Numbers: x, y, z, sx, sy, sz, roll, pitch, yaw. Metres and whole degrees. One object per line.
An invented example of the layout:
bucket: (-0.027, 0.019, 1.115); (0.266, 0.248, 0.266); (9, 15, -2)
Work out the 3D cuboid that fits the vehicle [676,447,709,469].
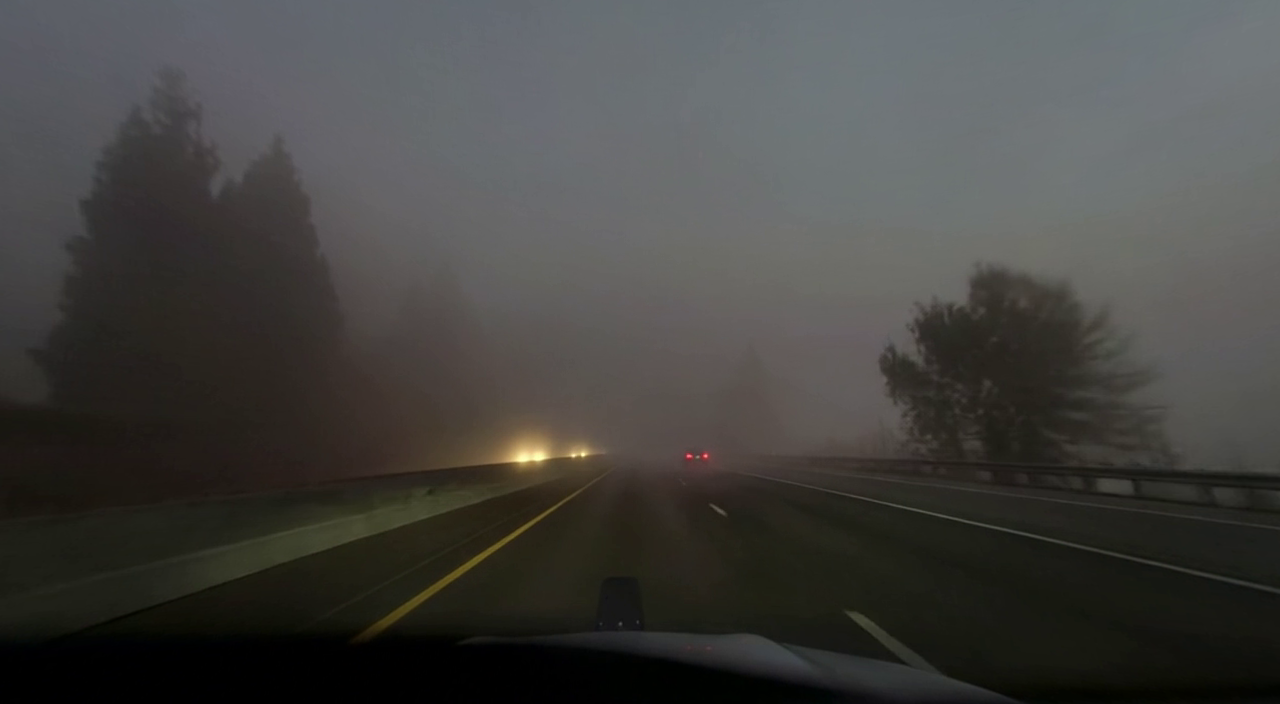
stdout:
vehicle: (3.848, 7.857, 46.975); (2.013, 1.584, 3.995); (0, -9, -1)
